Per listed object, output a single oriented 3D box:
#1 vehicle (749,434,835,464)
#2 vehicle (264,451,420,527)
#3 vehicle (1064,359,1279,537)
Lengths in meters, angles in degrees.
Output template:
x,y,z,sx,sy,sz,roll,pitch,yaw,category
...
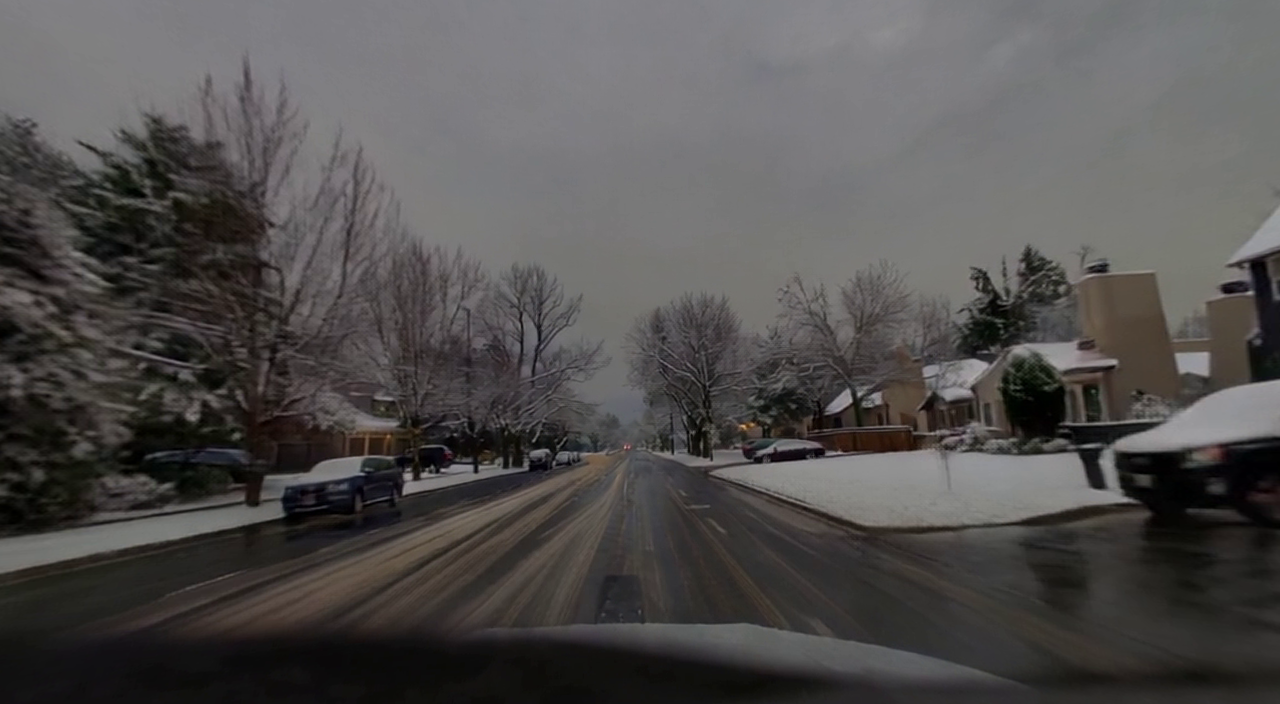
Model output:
x,y,z,sx,sy,sz,roll,pitch,yaw,category
8.903,5.724,37.271,4.535,1.697,1.968,0,-9,-1,vehicle
-7.573,3.483,16.657,1.973,1.500,4.781,-5,-9,-3,vehicle
9.032,1.096,8.352,5.221,1.958,1.992,-4,-9,0,vehicle
